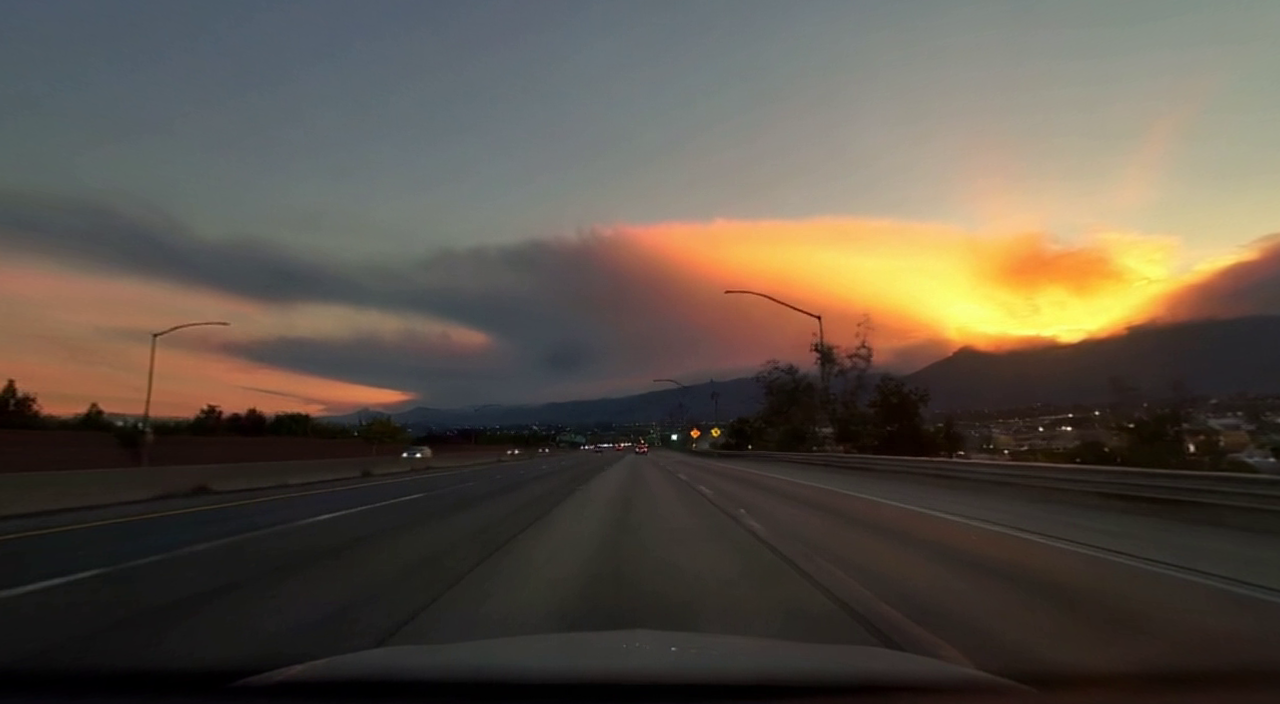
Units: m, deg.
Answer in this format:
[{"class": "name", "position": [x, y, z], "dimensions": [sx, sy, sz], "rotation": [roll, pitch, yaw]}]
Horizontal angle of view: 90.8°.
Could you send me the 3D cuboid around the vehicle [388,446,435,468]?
[{"class": "vehicle", "position": [-17.310, 7.962, 48.060], "dimensions": [1.812, 1.583, 4.739], "rotation": [0, -8, 1]}]
